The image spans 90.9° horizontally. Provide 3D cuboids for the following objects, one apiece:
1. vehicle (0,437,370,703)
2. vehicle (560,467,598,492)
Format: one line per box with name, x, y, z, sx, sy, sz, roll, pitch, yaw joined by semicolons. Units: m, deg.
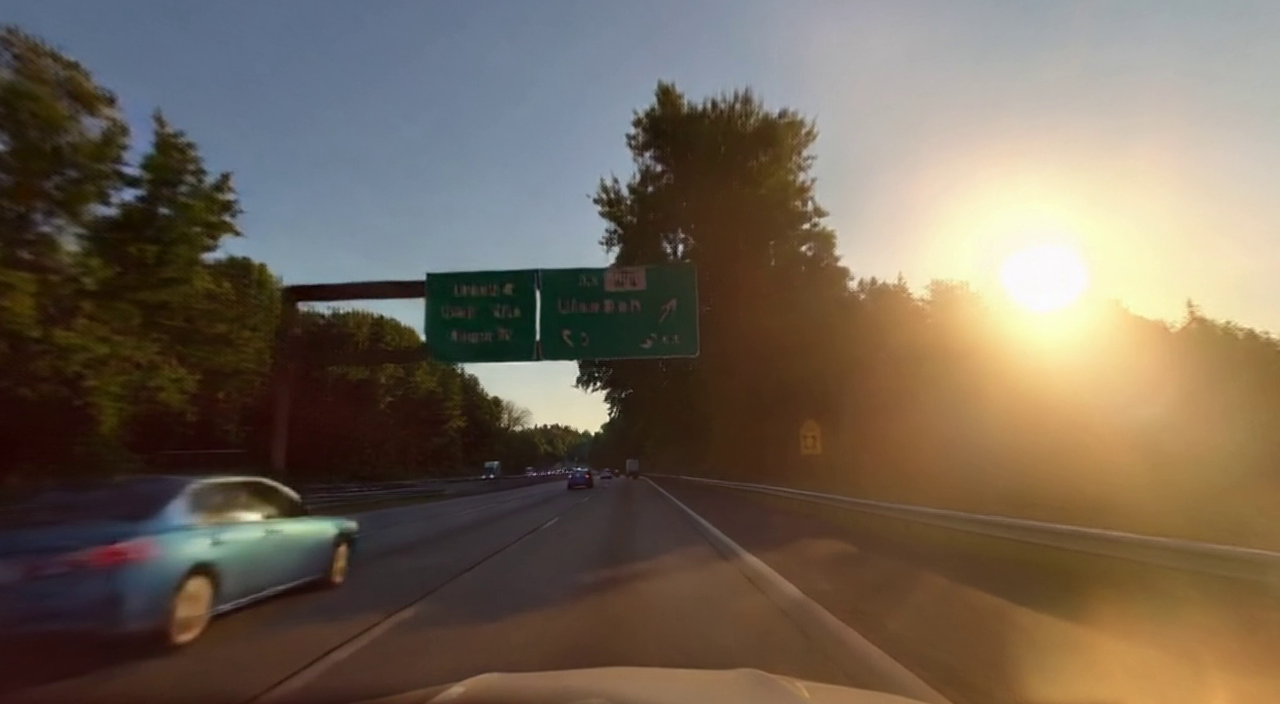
vehicle;-4.042;1.459;4.703;1.995;1.467;4.467;1;-11;1
vehicle;-3.846;8.130;40.311;1.954;1.509;4.094;1;-11;0
